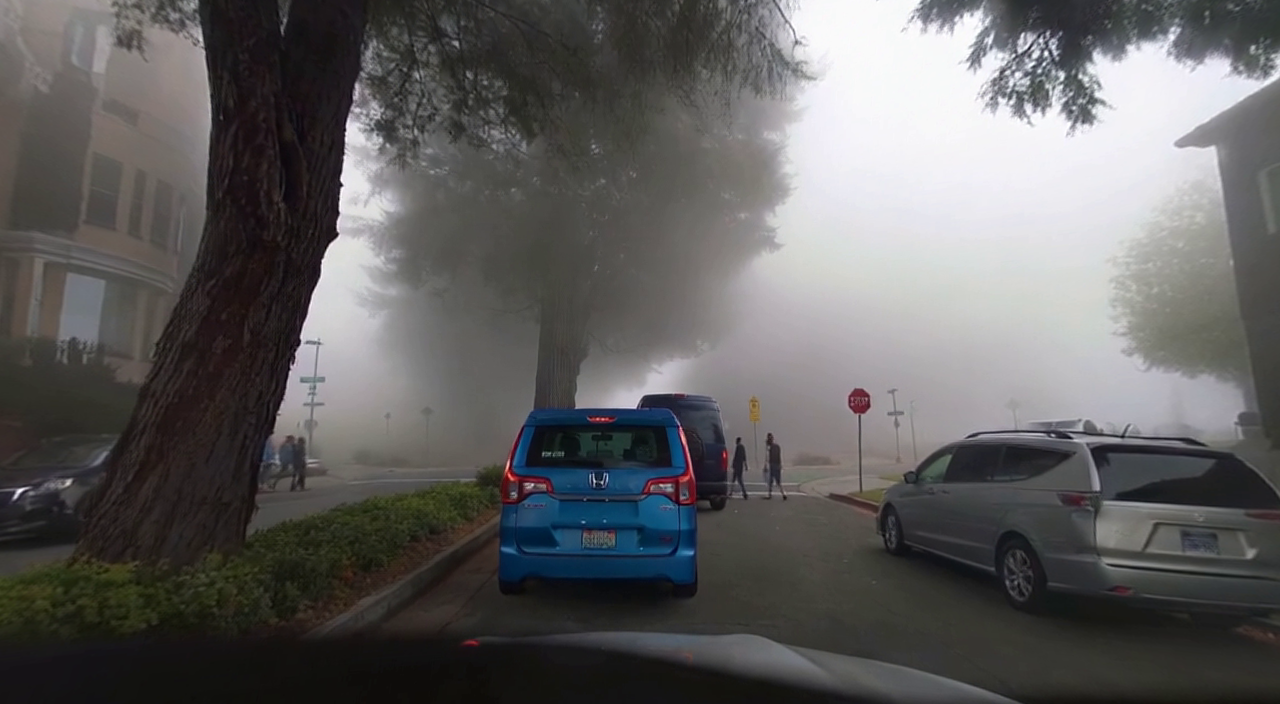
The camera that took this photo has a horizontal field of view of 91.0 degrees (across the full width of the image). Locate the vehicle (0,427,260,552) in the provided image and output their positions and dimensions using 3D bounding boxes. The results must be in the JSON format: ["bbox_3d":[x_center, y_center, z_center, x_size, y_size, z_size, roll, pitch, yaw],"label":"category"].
[{"bbox_3d":[-8.291,2.026,10.059,1.825,1.532,4.083,-3,-7,1],"label":"vehicle"}]

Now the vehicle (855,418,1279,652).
[{"bbox_3d":[4.220,1.685,6.912,1.959,1.581,4.731,4,-9,-2],"label":"vehicle"}]

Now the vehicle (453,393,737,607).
[{"bbox_3d":[-0.385,1.594,7.697,2.377,1.787,4.652,0,-9,0],"label":"vehicle"}]
